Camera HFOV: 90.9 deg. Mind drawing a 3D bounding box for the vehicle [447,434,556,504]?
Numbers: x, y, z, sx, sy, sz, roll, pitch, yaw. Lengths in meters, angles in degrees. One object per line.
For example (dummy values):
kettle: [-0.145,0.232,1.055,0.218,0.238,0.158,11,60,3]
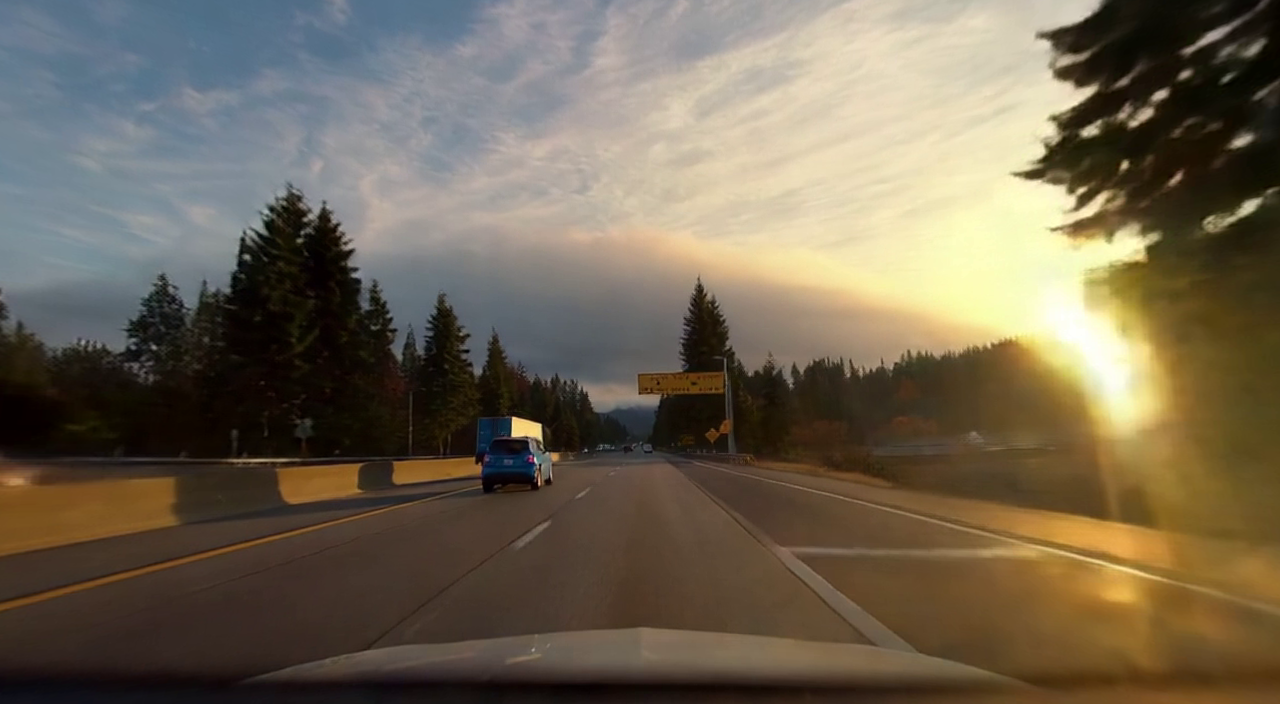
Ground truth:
vehicle: [-3.848,3.332,18.428,2.084,1.752,4.479,-1,-9,1]
